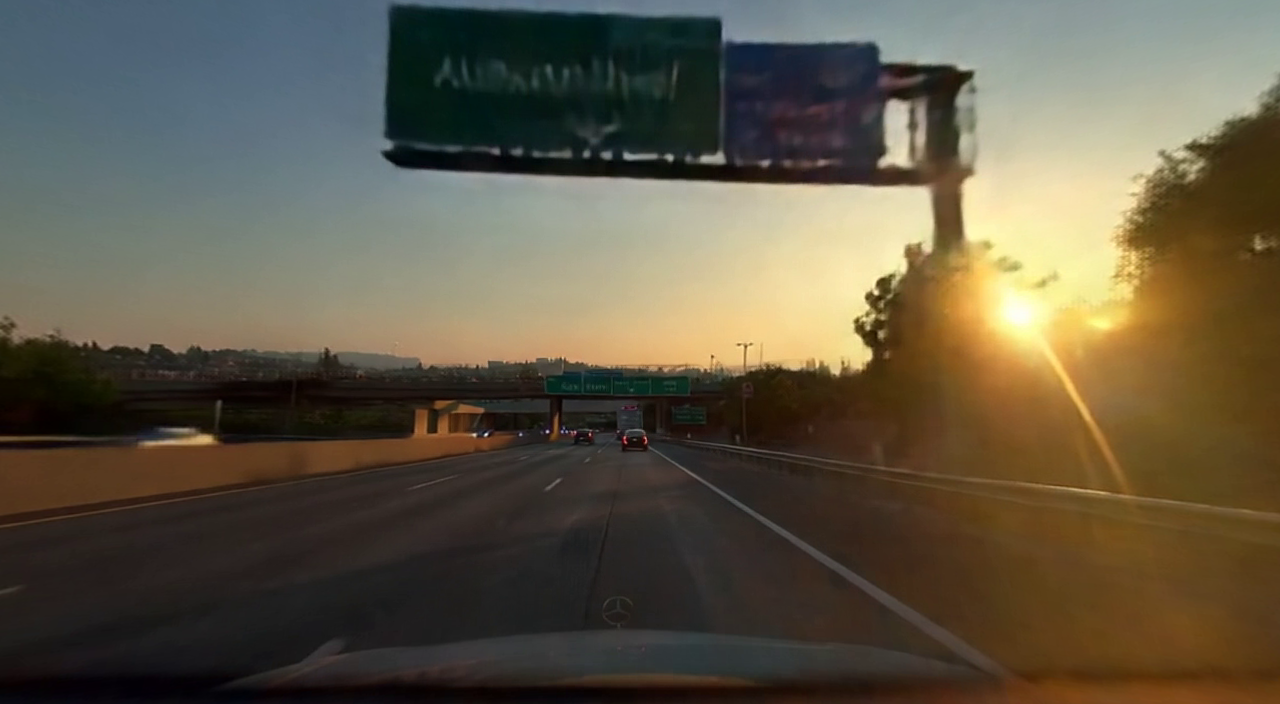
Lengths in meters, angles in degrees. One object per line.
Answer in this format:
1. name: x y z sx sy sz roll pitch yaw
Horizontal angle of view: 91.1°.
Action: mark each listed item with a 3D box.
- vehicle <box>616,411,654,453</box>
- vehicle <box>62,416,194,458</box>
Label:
1. vehicle: -0.433 5.580 43.704 2.418 2.704 6.445 0 -8 -3
2. vehicle: -19.674 3.313 24.412 1.824 1.479 3.952 0 -8 -1
